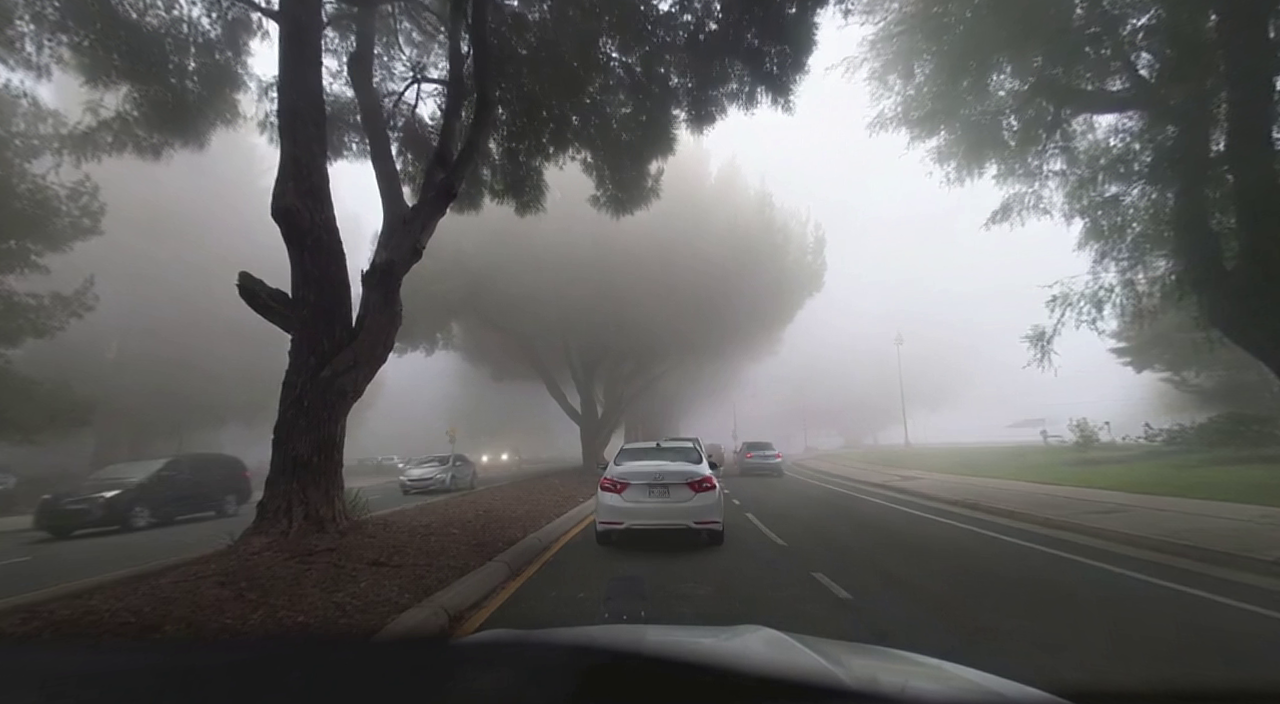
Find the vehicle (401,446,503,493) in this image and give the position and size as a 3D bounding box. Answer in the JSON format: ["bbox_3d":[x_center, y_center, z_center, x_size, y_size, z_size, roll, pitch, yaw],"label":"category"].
[{"bbox_3d":[-6.466,4.071,22.291,1.929,1.463,4.405,-1,-8,5],"label":"vehicle"}]

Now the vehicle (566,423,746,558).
[{"bbox_3d":[0.213,1.953,9.611,2.154,1.585,3.997,-1,-8,1],"label":"vehicle"}]

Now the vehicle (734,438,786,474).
[{"bbox_3d":[5.409,4.728,28.928,1.984,1.507,4.359,-1,-8,6],"label":"vehicle"}]

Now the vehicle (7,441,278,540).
[{"bbox_3d":[-10.549,2.902,14.008,2.124,1.793,4.574,-1,-8,3],"label":"vehicle"}]
